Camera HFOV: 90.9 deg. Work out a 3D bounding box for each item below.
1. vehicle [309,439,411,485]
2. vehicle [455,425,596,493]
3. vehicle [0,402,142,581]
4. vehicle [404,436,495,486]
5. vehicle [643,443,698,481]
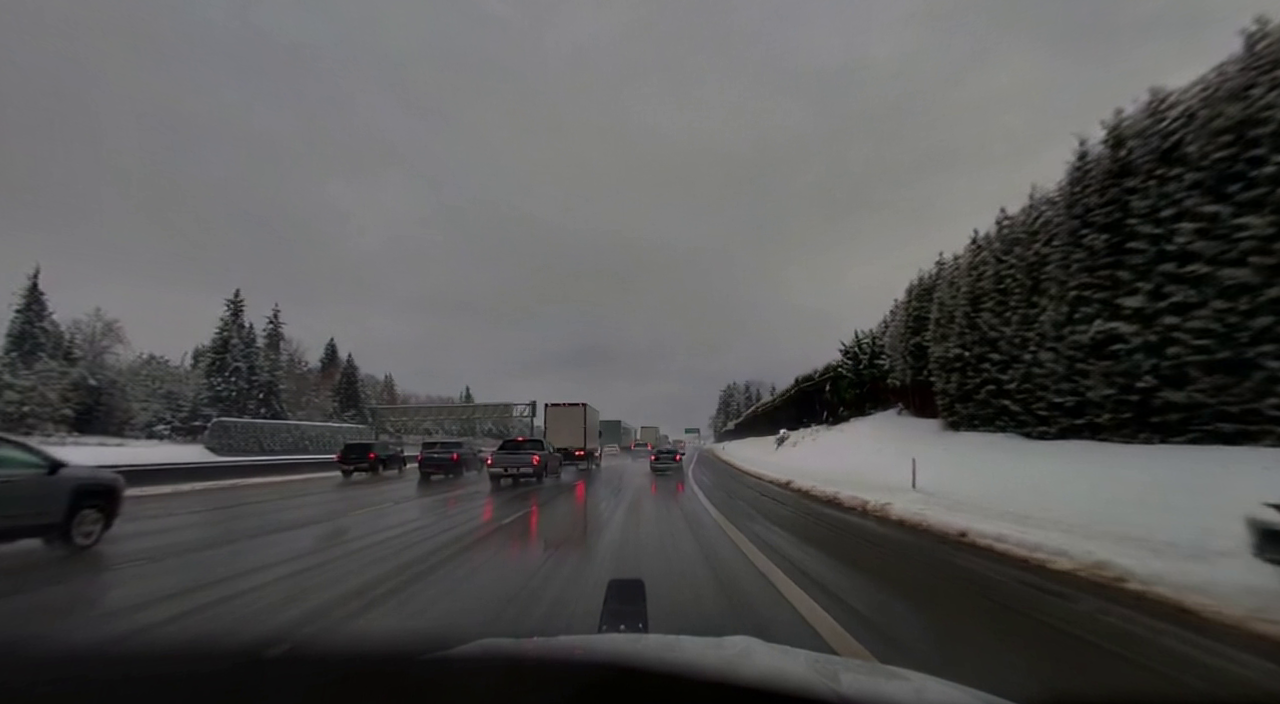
[{"bbox_3d":[-11.575,4.564,26.505,2.073,1.722,4.664,0,-8,1],"label":"vehicle"},{"bbox_3d":[-3.864,4.225,25.956,3.050,1.964,15.030,0,-8,0],"label":"vehicle"},{"bbox_3d":[-7.759,1.358,5.879,2.231,1.827,4.824,-1,-8,1],"label":"vehicle"},{"bbox_3d":[-7.312,4.217,24.733,2.039,1.769,4.552,-1,-8,2],"label":"vehicle"},{"bbox_3d":[1.321,4.723,27.374,2.176,1.493,3.955,-1,-8,3],"label":"vehicle"}]
